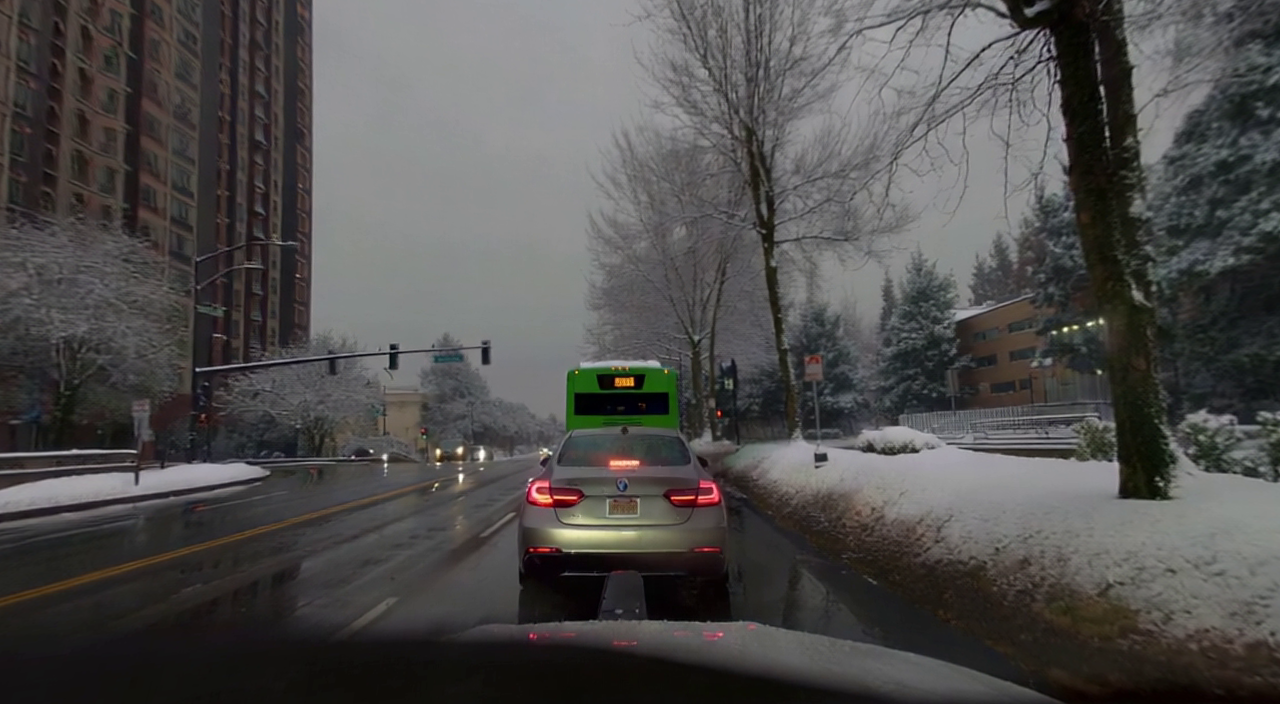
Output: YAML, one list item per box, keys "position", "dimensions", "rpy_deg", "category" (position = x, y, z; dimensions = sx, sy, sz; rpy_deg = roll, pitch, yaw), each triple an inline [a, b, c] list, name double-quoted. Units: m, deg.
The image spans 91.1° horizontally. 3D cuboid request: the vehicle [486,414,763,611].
- position: [-0.157, 1.463, 6.737]
  dimensions: [2.064, 1.452, 3.942]
  rpy_deg: [0, -8, -1]
  category: "vehicle"
